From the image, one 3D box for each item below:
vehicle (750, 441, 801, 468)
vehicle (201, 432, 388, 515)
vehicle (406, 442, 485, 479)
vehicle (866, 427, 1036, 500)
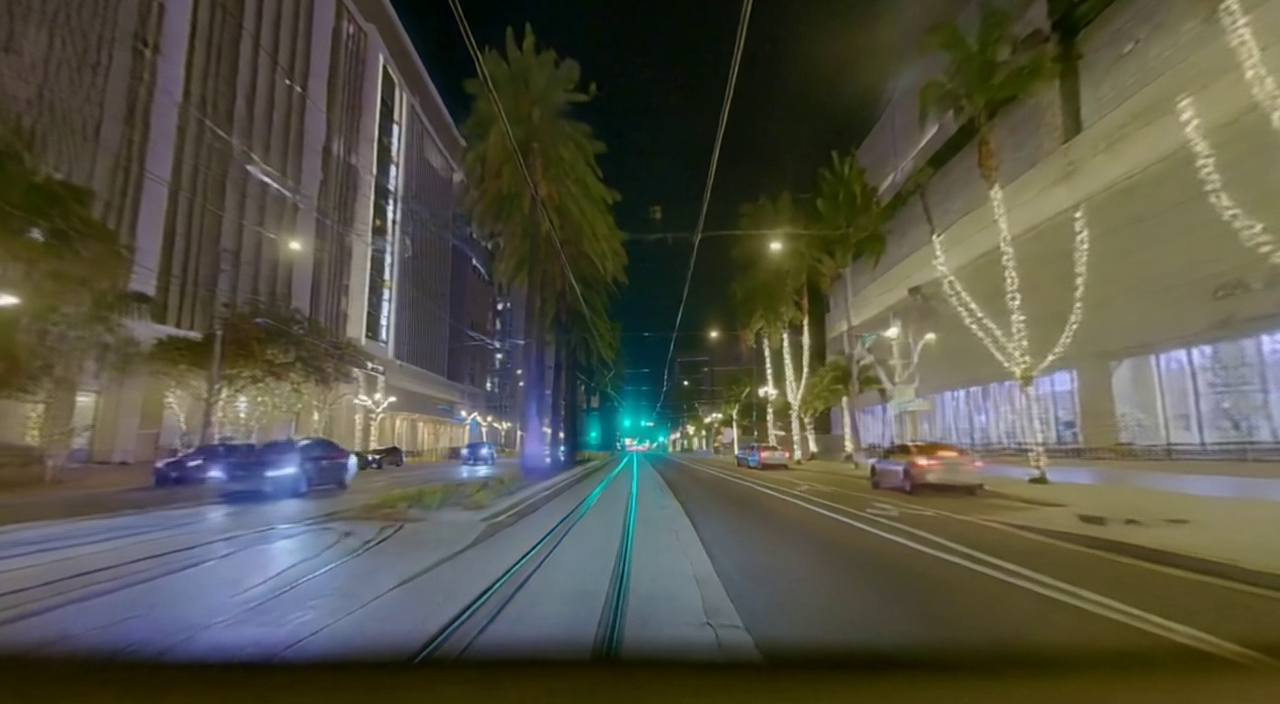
[{"bbox_3d":[7.973,6.085,37.496,1.816,1.488,4.102,1,-8,-5],"label":"vehicle"},{"bbox_3d":[-7.511,2.651,14.299,2.013,1.590,4.241,1,-8,-3],"label":"vehicle"},{"bbox_3d":[-8.450,4.740,27.832,2.046,1.475,4.426,0,-8,0],"label":"vehicle"},{"bbox_3d":[8.068,2.928,17.024,1.995,1.677,4.863,0,-8,-1],"label":"vehicle"}]
